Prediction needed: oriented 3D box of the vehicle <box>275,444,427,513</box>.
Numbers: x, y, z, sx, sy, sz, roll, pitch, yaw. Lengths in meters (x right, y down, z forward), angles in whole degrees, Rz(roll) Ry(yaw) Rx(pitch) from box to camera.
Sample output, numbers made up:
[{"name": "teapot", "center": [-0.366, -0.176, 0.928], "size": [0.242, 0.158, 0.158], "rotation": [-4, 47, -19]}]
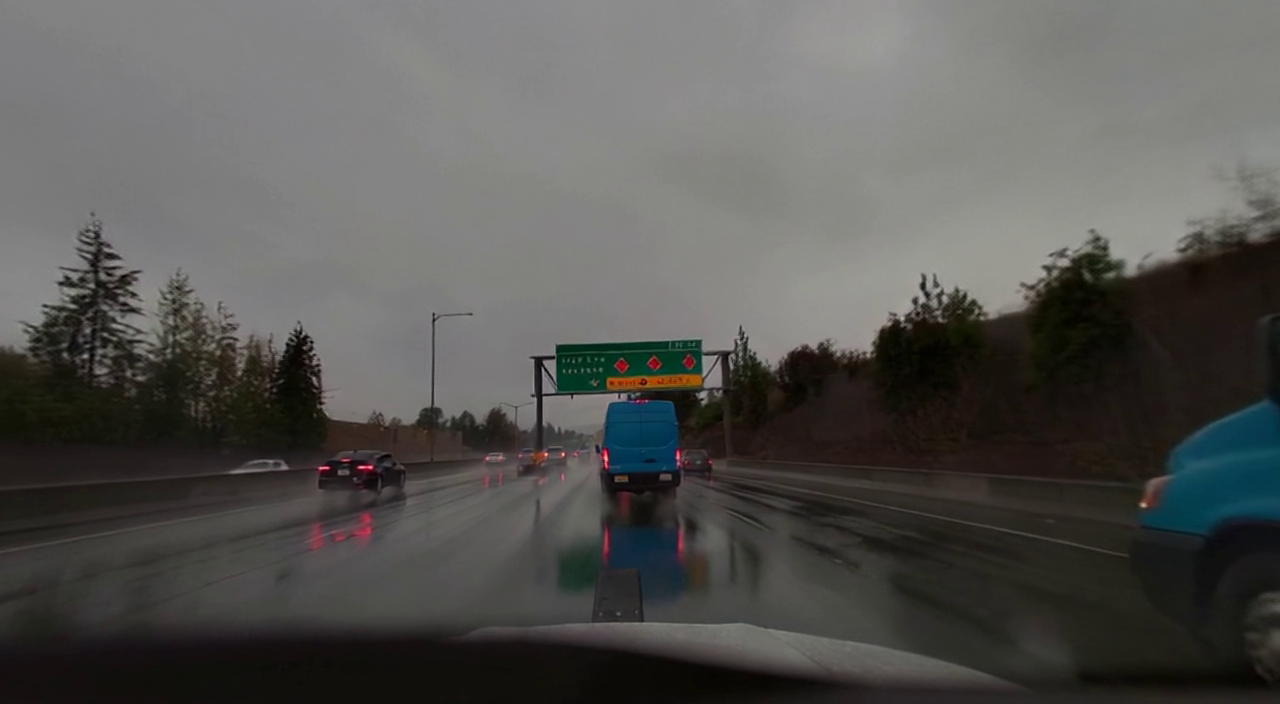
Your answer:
[{"name": "vehicle", "center": [-7.162, 3.150, 16.147], "size": [2.003, 1.498, 4.386], "rotation": [0, -9, -3]}]

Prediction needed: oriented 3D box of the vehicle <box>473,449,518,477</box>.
[{"name": "vehicle", "center": [-8.407, 6.453, 36.792], "size": [2.026, 1.506, 4.102], "rotation": [0, -9, -5]}]

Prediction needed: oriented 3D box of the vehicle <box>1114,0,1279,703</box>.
[{"name": "vehicle", "center": [4.672, -0.337, 0.811], "size": [2.959, 3.648, 6.040], "rotation": [0, -9, -3]}]

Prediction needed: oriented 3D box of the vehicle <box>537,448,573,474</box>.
[{"name": "vehicle", "center": [-5.344, 6.873, 39.799], "size": [2.002, 1.536, 4.021], "rotation": [0, -9, -5]}]

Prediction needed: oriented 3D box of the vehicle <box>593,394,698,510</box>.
[{"name": "vehicle", "center": [-0.072, 2.605, 16.559], "size": [2.268, 2.551, 5.144], "rotation": [0, -9, -5]}]
